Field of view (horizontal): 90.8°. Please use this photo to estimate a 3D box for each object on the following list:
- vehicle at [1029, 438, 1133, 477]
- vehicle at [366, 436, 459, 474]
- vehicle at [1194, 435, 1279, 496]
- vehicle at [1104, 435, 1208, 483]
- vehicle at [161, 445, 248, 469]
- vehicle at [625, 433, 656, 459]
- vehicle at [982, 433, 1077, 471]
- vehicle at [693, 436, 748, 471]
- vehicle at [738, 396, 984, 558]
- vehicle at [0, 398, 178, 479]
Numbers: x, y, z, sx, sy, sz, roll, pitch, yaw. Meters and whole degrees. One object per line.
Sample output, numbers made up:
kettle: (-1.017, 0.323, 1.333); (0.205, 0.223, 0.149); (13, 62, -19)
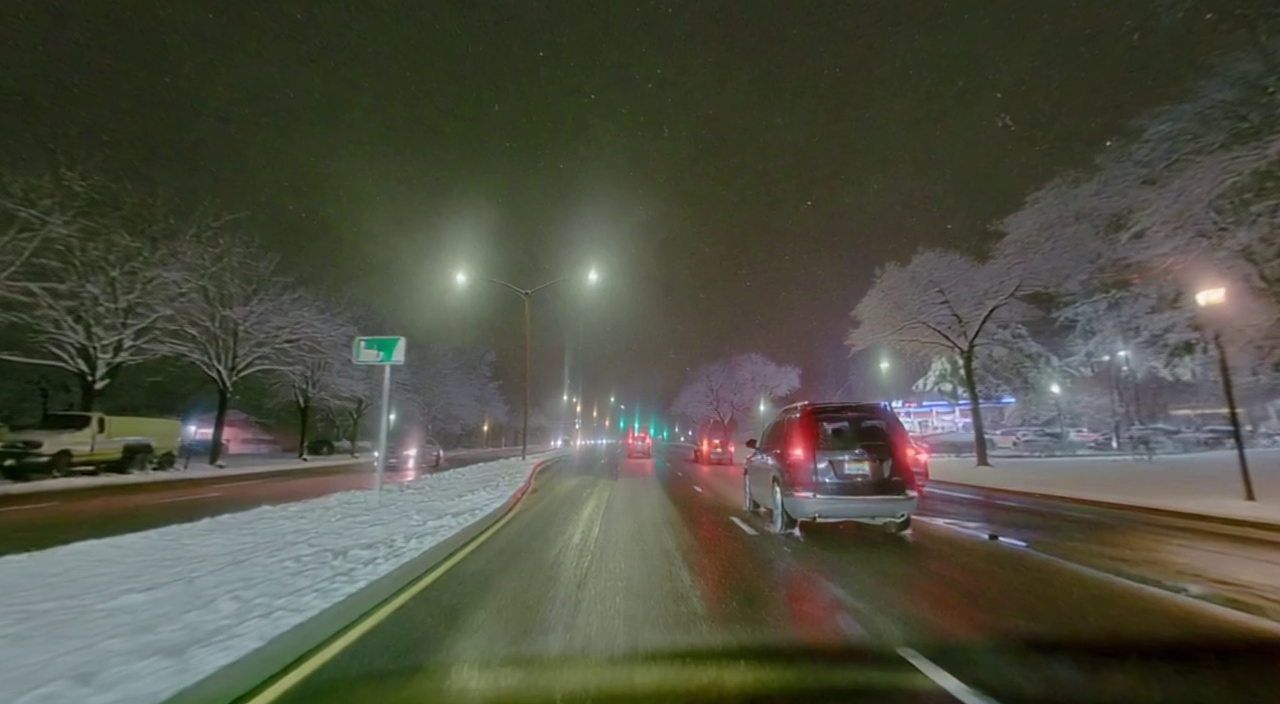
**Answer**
vehicle: (18.546, 4.384, 26.501); (4.582, 1.491, 2.032); (6, -10, -35)
vehicle: (-9.078, 4.147, 25.653); (2.131, 1.378, 4.391); (0, -8, 0)
vehicle: (18.637, 3.364, 19.182); (4.933, 1.472, 2.039); (4, -11, -43)
vehicle: (19.006, 3.869, 23.216); (4.052, 1.583, 1.954); (6, -10, -37)
vehicle: (-29.303, 7.060, 42.660); (4.343, 1.535, 2.015); (3, -9, -21)
vehicle: (-0.008, 6.658, 44.866); (2.101, 1.707, 3.904); (0, -8, 0)
vehicle: (18.305, 4.665, 29.682); (4.049, 1.671, 1.868); (4, -9, -28)
vehicle: (3.625, 4.651, 29.137); (1.861, 1.478, 4.185); (0, -8, -2)
vehicle: (3.037, 1.845, 10.090); (2.038, 1.917, 4.900); (0, -8, -1)
vehicle: (-28.474, 4.492, 32.560); (2.632, 3.533, 8.615); (-2, -8, 1)
